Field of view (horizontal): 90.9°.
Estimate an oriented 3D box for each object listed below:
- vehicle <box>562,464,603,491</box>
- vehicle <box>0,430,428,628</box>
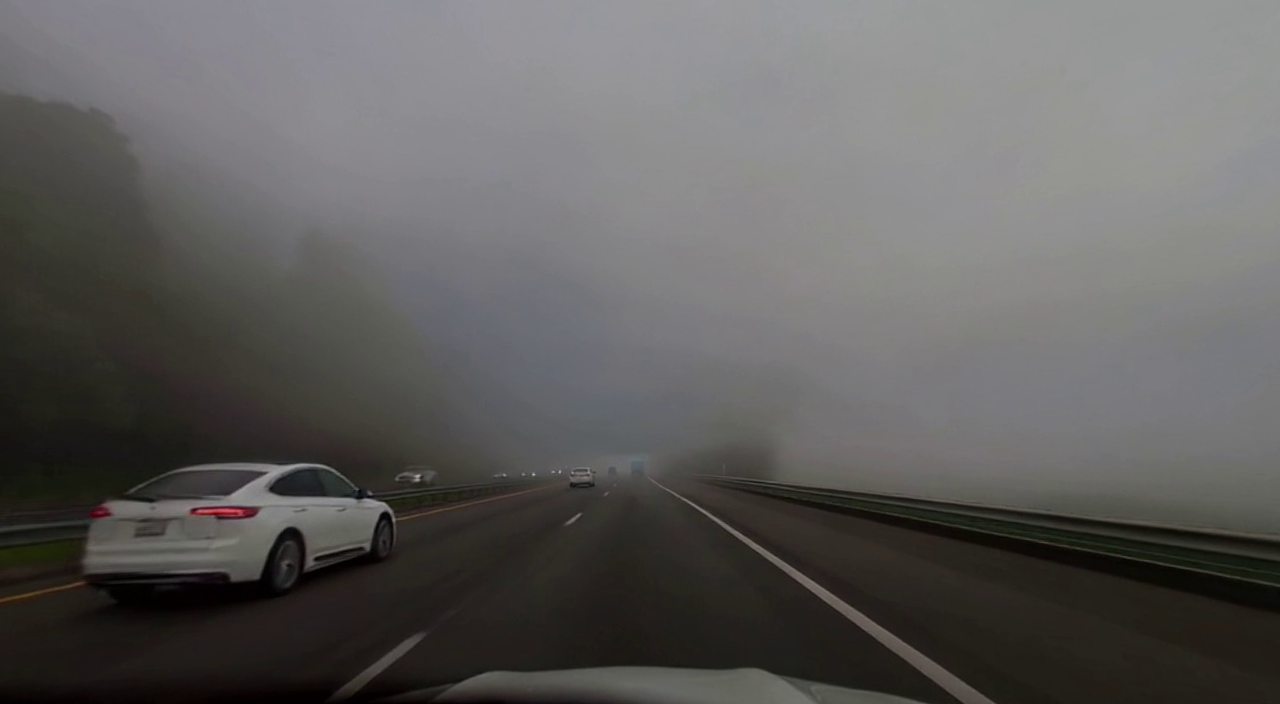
[{"bbox_3d":[-3.480,7.755,38.990,2.006,1.516,4.820,1,-11,0],"label":"vehicle"},{"bbox_3d":[-4.330,1.839,7.371,2.040,1.525,4.603,1,-11,1],"label":"vehicle"}]
